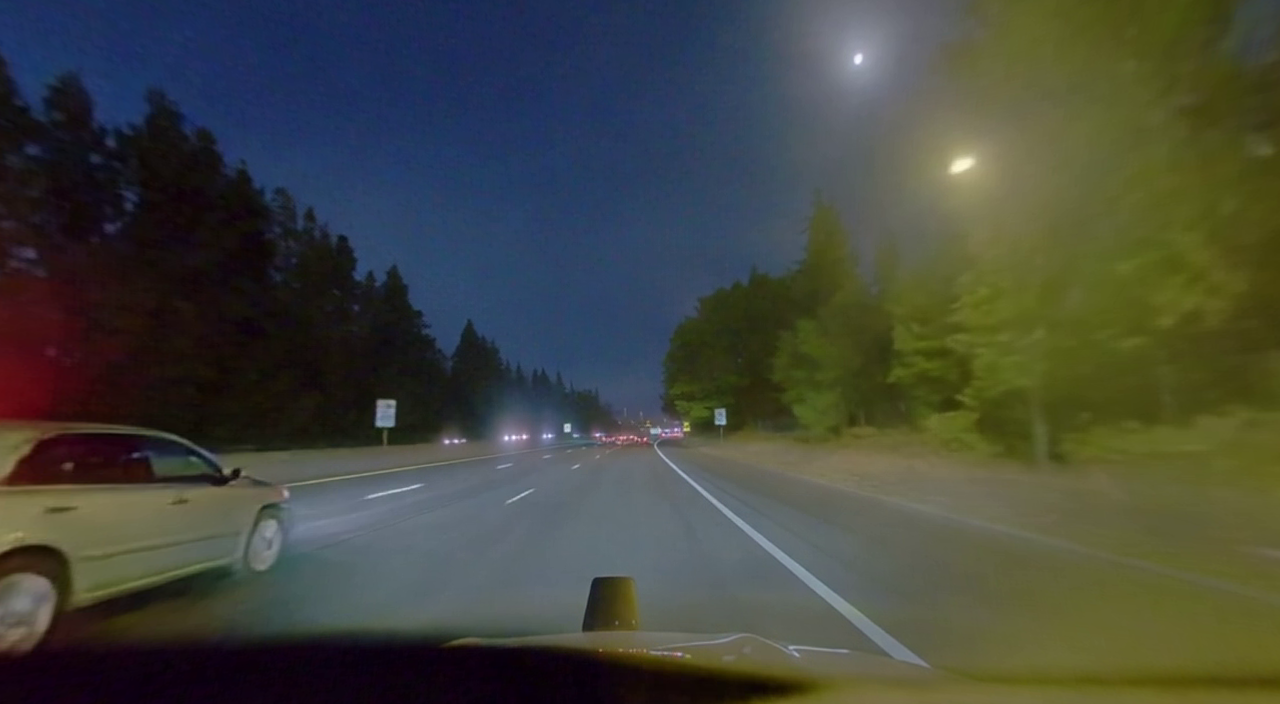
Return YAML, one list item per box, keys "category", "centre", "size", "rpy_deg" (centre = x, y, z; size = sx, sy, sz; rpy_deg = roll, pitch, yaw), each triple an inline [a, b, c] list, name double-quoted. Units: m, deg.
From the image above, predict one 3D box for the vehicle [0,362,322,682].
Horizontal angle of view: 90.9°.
- category: "vehicle"
  centre: [-4.321, 1.003, 4.226]
  size: [2.052, 1.626, 4.514]
  rpy_deg: [0, -8, -1]
